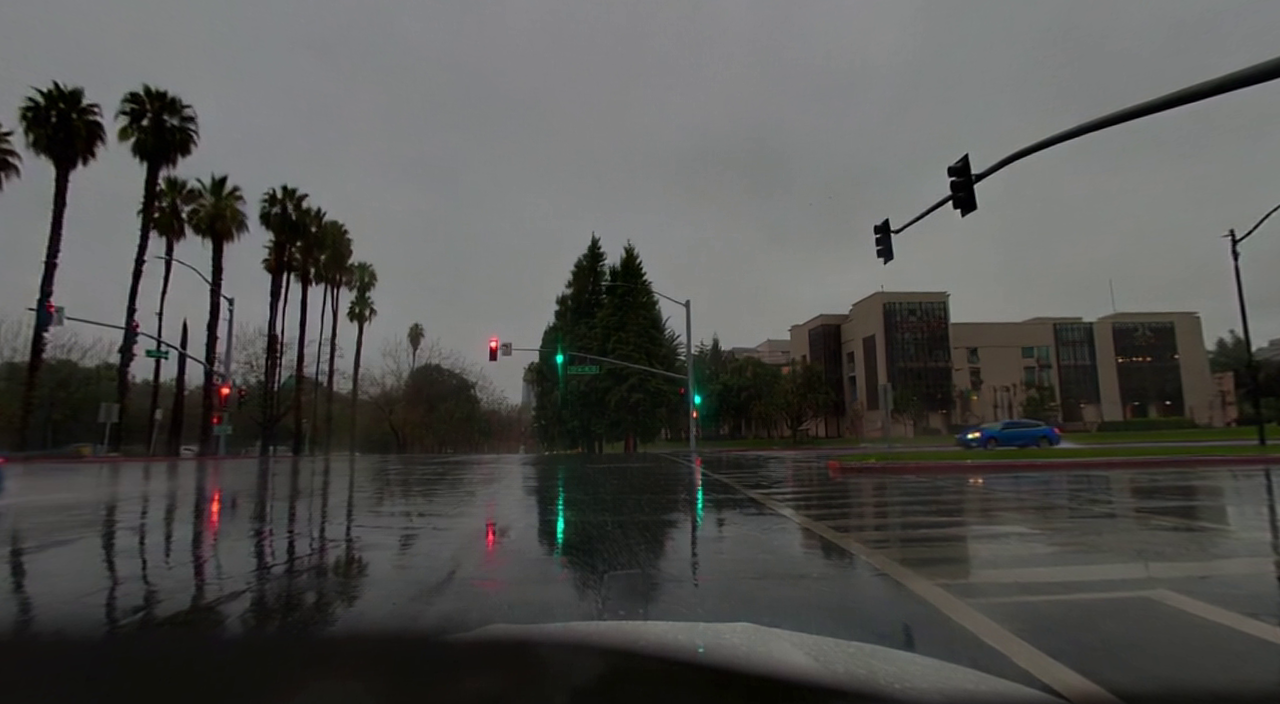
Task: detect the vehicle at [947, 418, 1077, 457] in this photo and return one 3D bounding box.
[{"bbox_3d":[17.490,4.048,29.675,4.820,1.751,2.050,0,-8,-1],"label":"vehicle"}]
